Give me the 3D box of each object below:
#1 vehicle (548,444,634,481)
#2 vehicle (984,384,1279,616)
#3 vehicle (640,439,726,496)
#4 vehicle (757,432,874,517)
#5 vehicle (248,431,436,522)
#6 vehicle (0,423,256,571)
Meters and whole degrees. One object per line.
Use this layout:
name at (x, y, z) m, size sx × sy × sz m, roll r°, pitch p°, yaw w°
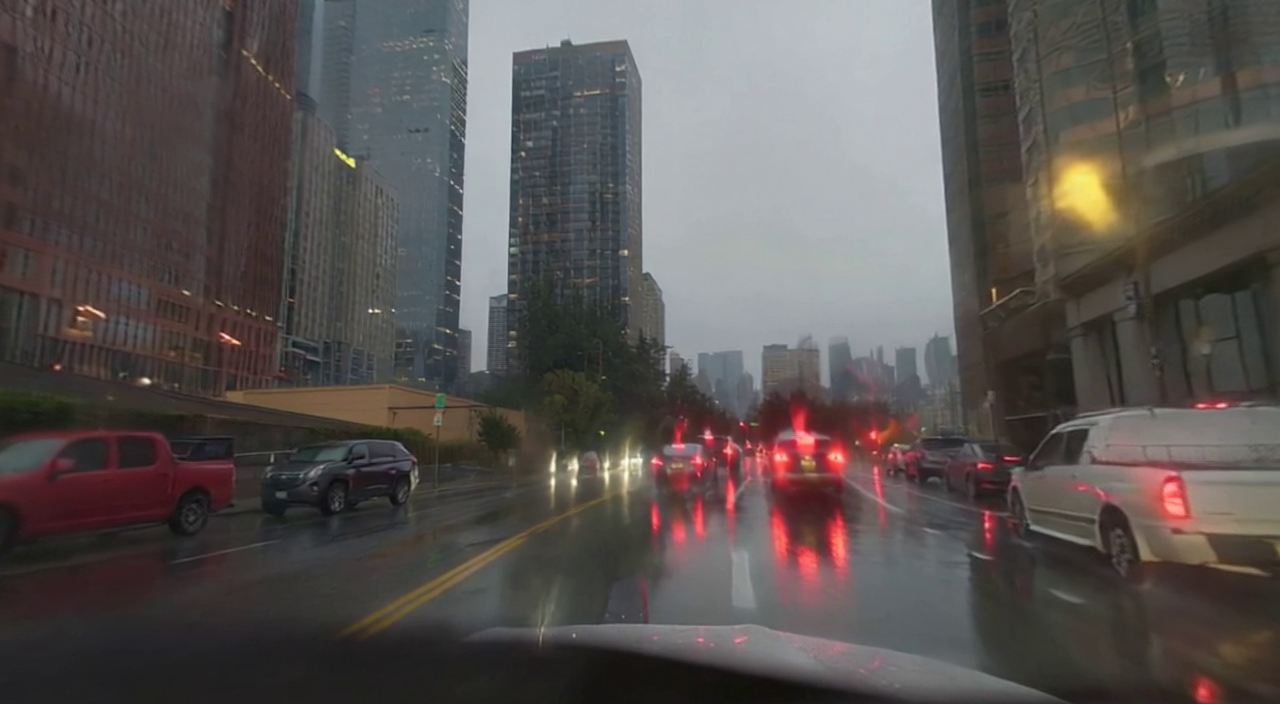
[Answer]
vehicle at (-2.131, 4.975, 28.768) m, size 1.928 × 1.503 × 4.322 m, roll -5°, pitch -9°, yaw 27°
vehicle at (5.713, 1.428, 7.046) m, size 2.088 × 1.775 × 4.454 m, roll -3°, pitch -8°, yaw 14°
vehicle at (1.356, 3.261, 18.291) m, size 2.031 × 1.461 × 3.763 m, roll -2°, pitch -8°, yaw 10°
vehicle at (3.599, 2.517, 13.544) m, size 1.982 × 1.510 × 4.144 m, roll -2°, pitch -8°, yaw 11°
vehicle at (-7.427, 3.067, 16.318) m, size 1.934 × 1.770 × 4.546 m, roll -10°, pitch -9°, yaw 11°
vehicle at (-8.824, 2.083, 9.688) m, size 2.070 × 1.854 × 4.985 m, roll -2°, pitch -8°, yaw 11°
